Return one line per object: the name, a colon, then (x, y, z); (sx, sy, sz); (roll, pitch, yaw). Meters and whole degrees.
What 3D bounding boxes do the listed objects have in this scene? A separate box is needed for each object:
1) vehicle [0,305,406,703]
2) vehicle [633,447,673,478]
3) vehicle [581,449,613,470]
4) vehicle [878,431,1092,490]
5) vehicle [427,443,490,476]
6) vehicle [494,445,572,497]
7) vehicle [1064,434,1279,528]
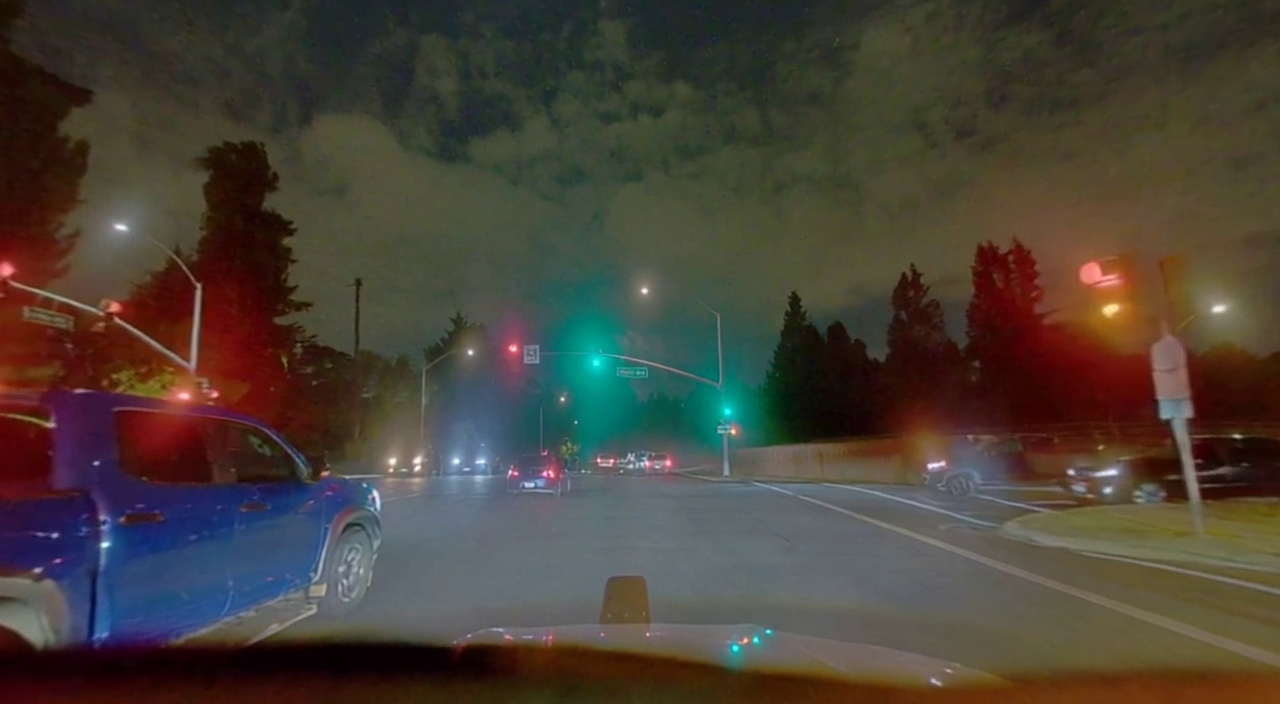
vehicle: (-3.113, 0.903, 2.986); (2.190, 1.766, 4.649); (0, -9, 0)
vehicle: (0.697, 6.364, 36.565); (2.163, 1.678, 3.846); (0, -9, 0)
vehicle: (-3.119, 7.947, 46.937); (2.013, 1.474, 4.393); (0, -9, 1)
vehicle: (11.977, 3.815, 22.328); (5.990, 1.899, 2.683); (0, -9, 0)
vehicle: (-9.887, 5.912, 34.754); (1.990, 1.658, 4.569); (-1, -9, 2)
vehicle: (-3.404, 3.841, 20.691); (1.960, 1.528, 3.490); (0, -9, 0)
vehicle: (10.901, 2.277, 11.408); (4.875, 1.473, 2.077); (-1, -11, 0)
